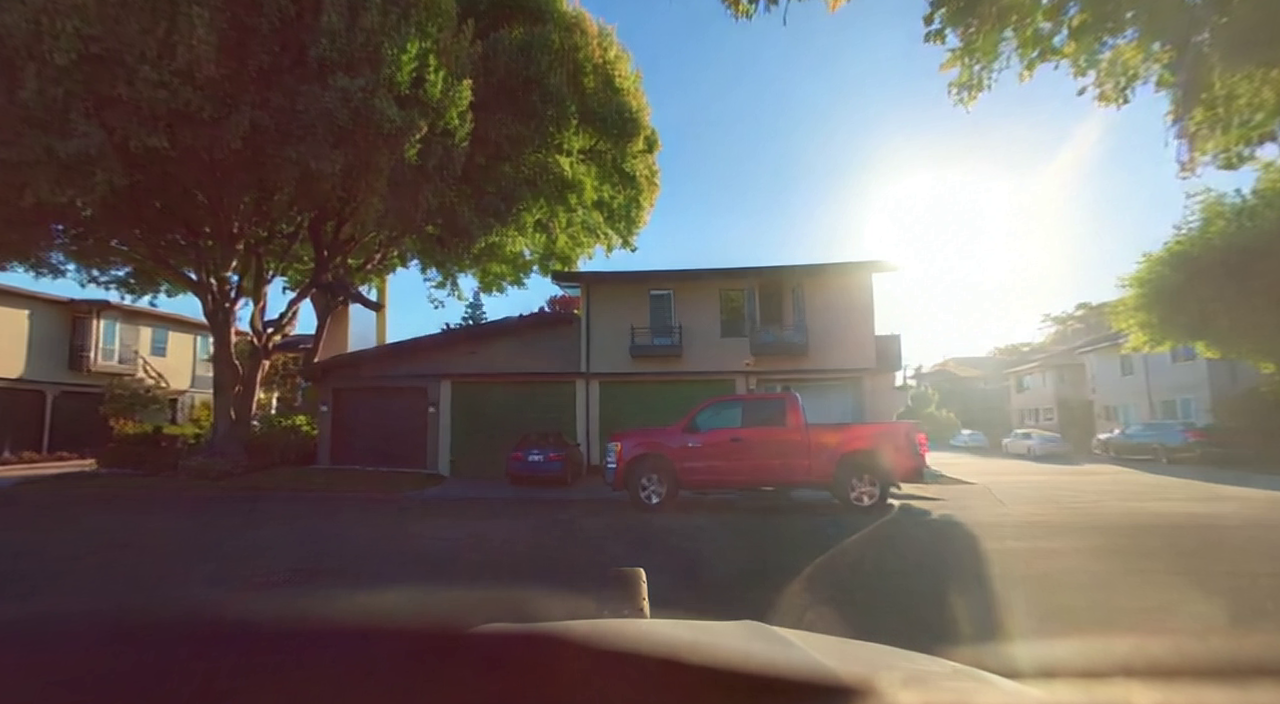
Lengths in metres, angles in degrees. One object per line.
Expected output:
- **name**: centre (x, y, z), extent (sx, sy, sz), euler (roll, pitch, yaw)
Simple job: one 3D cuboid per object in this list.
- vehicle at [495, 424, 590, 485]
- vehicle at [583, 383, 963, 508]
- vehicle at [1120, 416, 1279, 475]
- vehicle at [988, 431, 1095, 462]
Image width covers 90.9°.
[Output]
- **vehicle**: centre (-2.872, 3.076, 19.446), extent (1.869, 1.460, 3.826), euler (-4, -5, 6)
- **vehicle**: centre (2.018, 1.578, 10.640), extent (5.600, 1.835, 2.161), euler (-1, -9, 6)
- **vehicle**: centre (17.789, 2.944, 19.826), extent (3.770, 1.496, 1.951), euler (3, -9, 7)
- **vehicle**: centre (19.284, 4.554, 30.402), extent (3.897, 1.416, 1.703), euler (-1, -9, 7)
